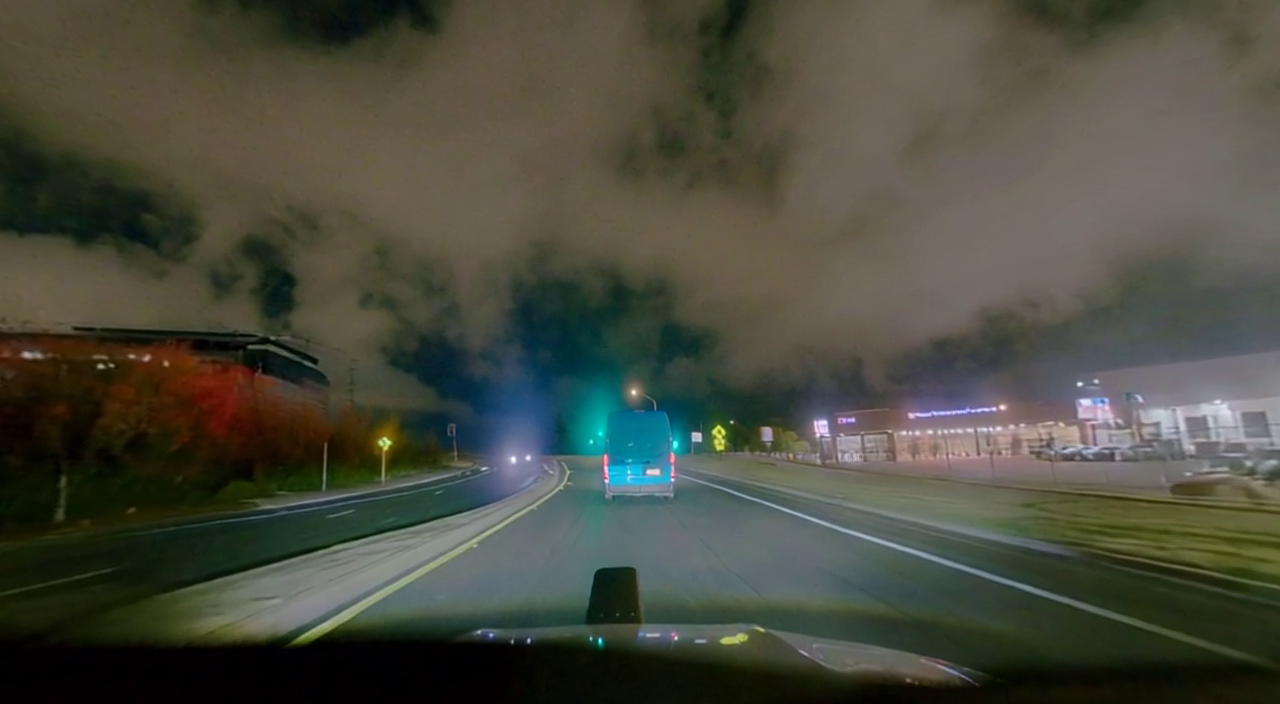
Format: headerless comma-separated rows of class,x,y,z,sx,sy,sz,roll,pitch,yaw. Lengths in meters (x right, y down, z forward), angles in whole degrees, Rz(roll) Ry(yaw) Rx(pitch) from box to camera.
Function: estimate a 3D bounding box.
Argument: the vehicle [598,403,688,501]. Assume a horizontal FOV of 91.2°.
vehicle,-0.050,3.151,19.937,2.432,2.624,5.670,0,-9,-3
